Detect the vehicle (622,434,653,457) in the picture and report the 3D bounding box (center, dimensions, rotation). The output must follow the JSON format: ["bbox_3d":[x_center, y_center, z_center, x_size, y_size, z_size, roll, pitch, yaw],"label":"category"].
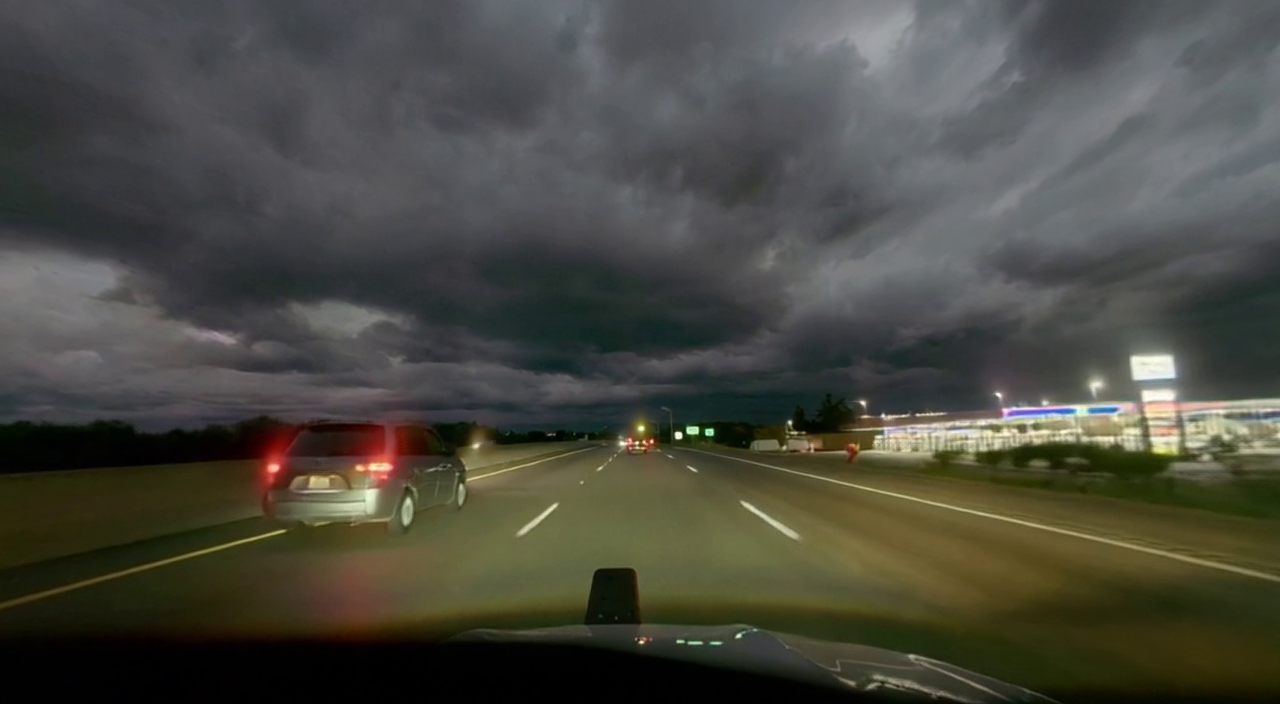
[{"bbox_3d":[-0.199,6.918,46.799,2.151,1.550,4.694,0,-8,-1],"label":"vehicle"}]

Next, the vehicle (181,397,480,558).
[{"bbox_3d":[-3.931,1.654,9.127,2.061,1.732,4.457,0,-8,0],"label":"vehicle"}]
